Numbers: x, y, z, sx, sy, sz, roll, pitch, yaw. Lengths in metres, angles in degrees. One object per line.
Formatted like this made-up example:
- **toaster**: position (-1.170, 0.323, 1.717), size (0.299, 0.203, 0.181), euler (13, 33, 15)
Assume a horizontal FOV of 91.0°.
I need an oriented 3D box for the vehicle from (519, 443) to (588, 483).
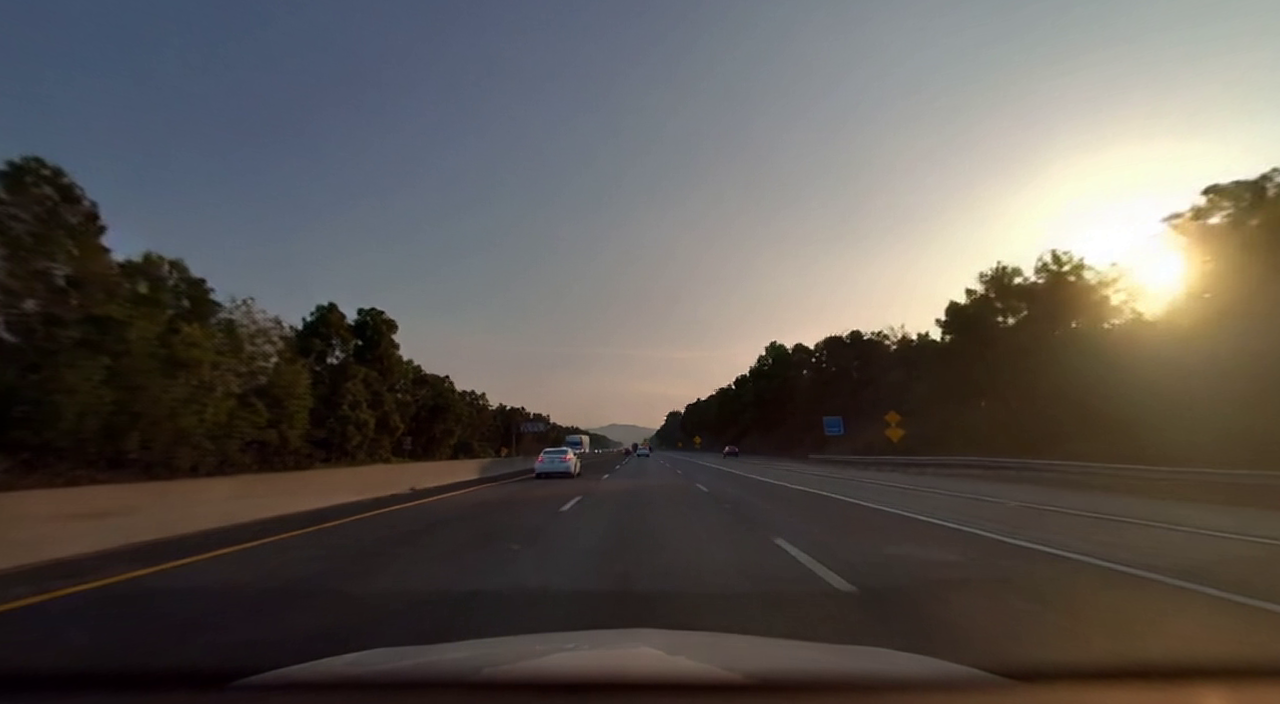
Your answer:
- **vehicle**: position (-3.483, 4.593, 26.308), size (2.162, 1.493, 4.583), euler (-1, -9, 1)
